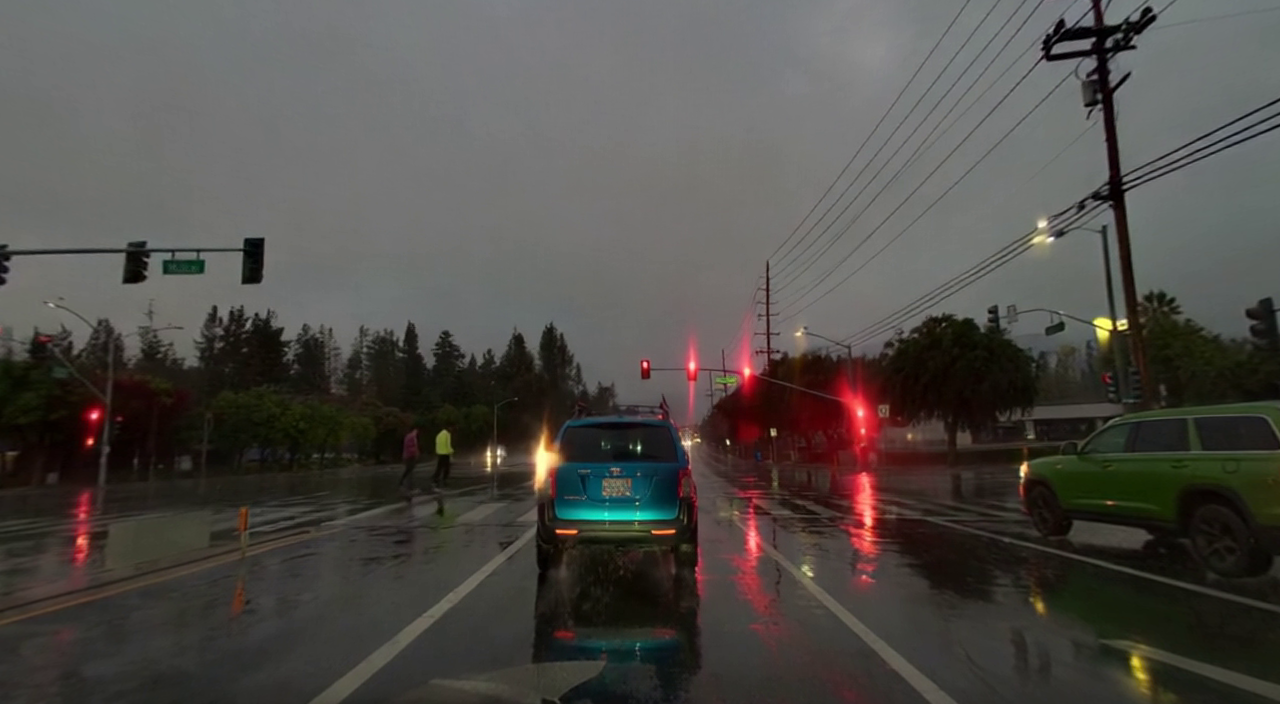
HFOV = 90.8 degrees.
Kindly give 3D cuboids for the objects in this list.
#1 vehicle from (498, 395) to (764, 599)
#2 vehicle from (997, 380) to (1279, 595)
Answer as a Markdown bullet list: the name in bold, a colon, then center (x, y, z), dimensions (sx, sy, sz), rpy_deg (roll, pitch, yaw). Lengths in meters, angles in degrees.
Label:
- **vehicle**: center (-0.111, 1.567, 7.642), dimensions (2.285, 1.729, 4.252), rpy_deg (0, -9, -1)
- **vehicle**: center (6.572, 1.433, 7.235), dimensions (2.119, 1.827, 4.806), rpy_deg (0, -9, 0)
